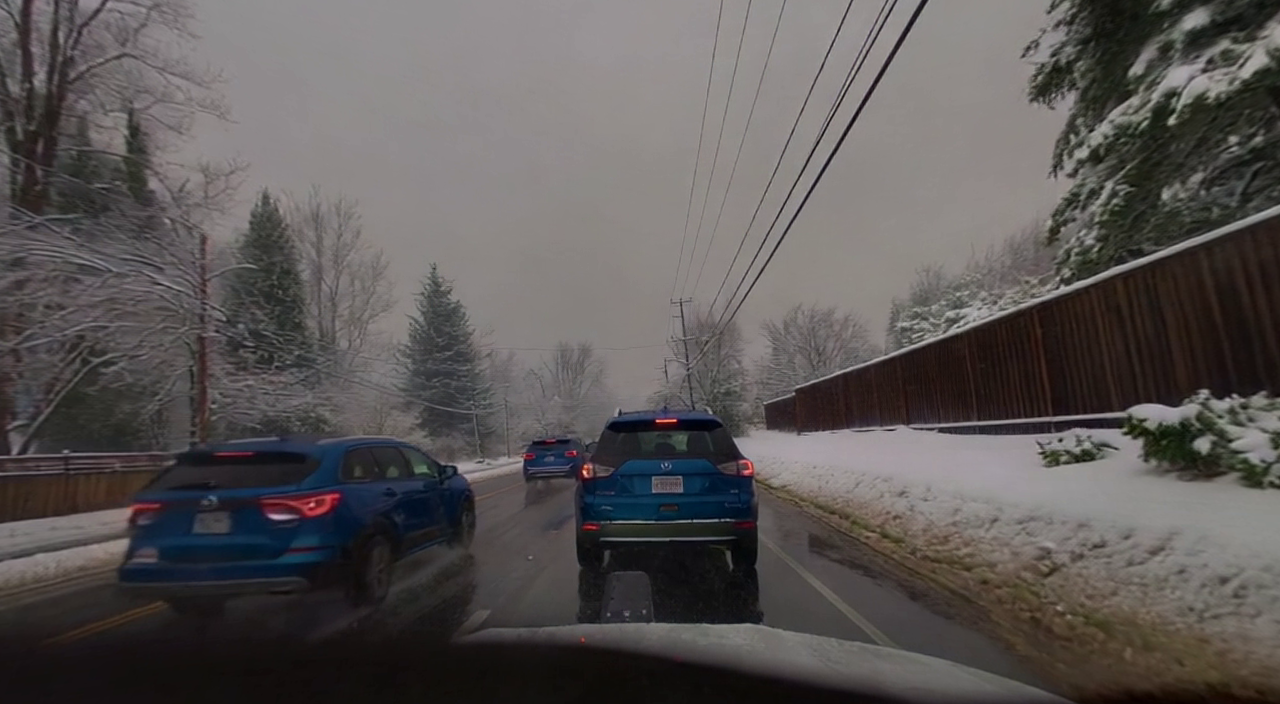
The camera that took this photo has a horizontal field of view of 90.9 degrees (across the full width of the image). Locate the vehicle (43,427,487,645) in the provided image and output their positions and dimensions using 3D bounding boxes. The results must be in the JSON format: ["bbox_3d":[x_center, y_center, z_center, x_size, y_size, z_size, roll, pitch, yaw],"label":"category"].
[{"bbox_3d":[-3.100,1.577,6.433,1.979,1.489,4.006,0,-9,1],"label":"vehicle"}]

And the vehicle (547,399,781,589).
[{"bbox_3d":[0.214,1.634,8.001,2.174,1.749,4.113,0,-9,0],"label":"vehicle"}]
